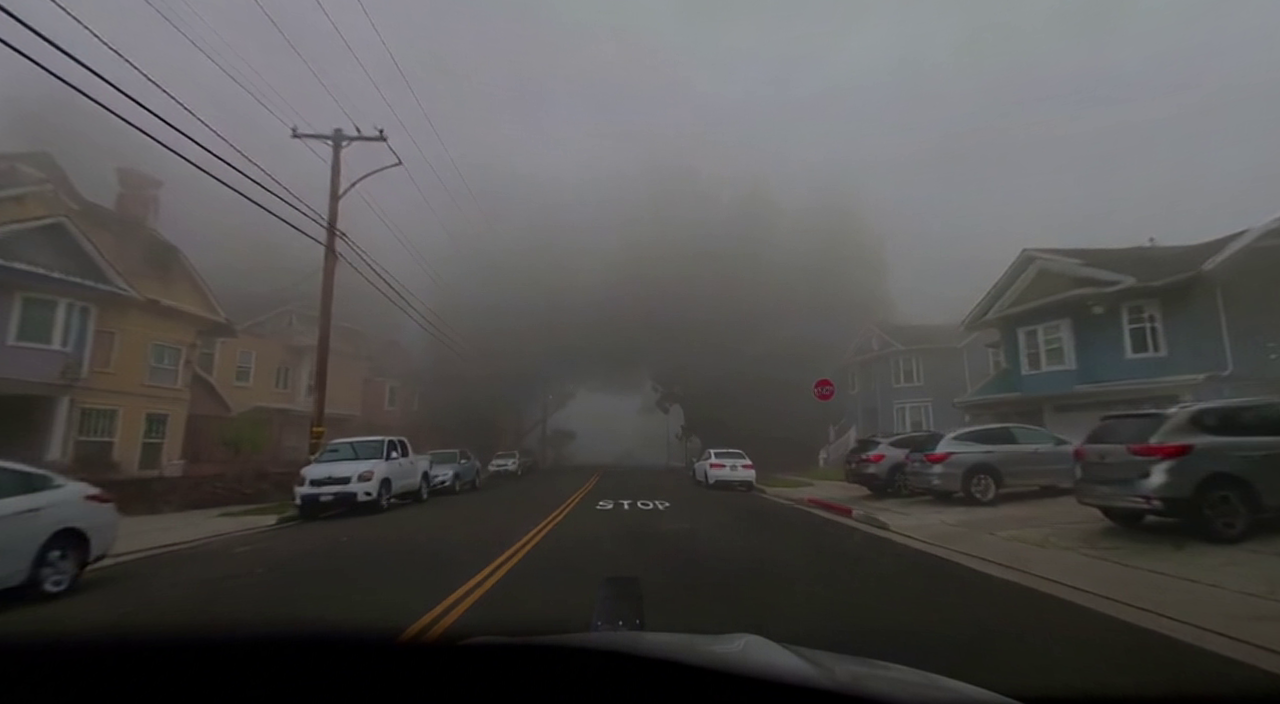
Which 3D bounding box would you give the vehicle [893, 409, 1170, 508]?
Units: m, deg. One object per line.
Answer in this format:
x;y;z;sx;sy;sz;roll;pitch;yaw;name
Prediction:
8.294;2.285;13.753;4.507;1.939;2.304;1;-9;-5;vehicle

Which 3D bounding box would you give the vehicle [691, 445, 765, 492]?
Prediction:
3.160;4.296;23.823;1.963;1.536;5.446;0;-9;-1;vehicle

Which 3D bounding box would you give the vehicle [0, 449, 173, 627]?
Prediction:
-6.515;1.513;4.947;2.211;1.469;4.380;-1;-9;3;vehicle

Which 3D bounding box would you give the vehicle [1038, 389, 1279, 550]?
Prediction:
8.476;1.516;8.767;4.411;1.845;2.049;-2;-9;-3;vehicle

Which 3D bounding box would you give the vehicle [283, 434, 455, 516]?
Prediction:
-6.698;3.094;16.497;2.136;1.757;5.365;0;-9;0;vehicle

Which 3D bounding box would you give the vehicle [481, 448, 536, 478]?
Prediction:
-7.097;6.006;34.459;2.056;1.481;4.451;0;-9;0;vehicle
